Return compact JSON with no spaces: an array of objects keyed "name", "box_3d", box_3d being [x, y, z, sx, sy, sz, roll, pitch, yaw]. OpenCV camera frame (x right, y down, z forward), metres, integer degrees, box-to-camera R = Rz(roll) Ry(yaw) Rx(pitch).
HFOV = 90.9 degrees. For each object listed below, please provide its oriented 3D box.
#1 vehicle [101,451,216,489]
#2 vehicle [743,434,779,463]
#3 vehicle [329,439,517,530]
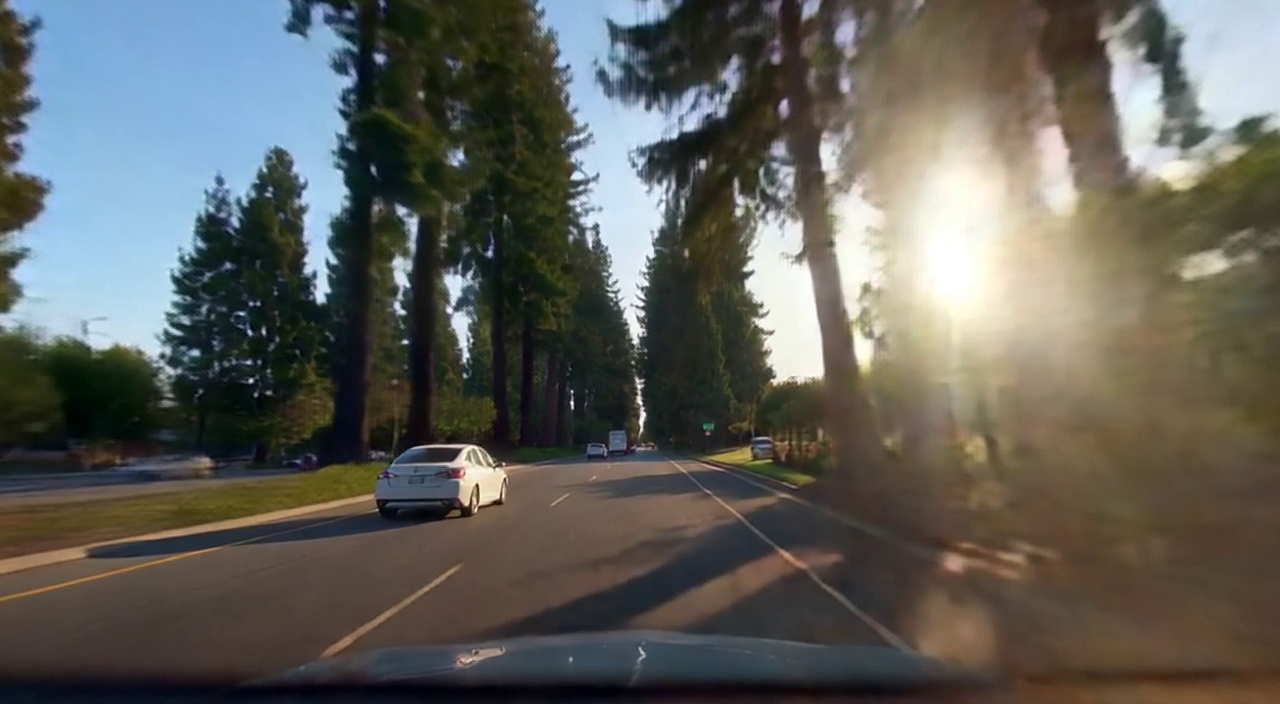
[{"name":"vehicle","box_3d":[-22.366,5.465,29.493,2.054,1.551,4.166,0,-8,0]},{"name":"vehicle","box_3d":[7.429,5.966,38.923,1.594,1.688,2.861,-1,-9,0]},{"name":"vehicle","box_3d":[-3.964,2.492,12.509,2.033,1.454,4.512,0,-8,1]}]
